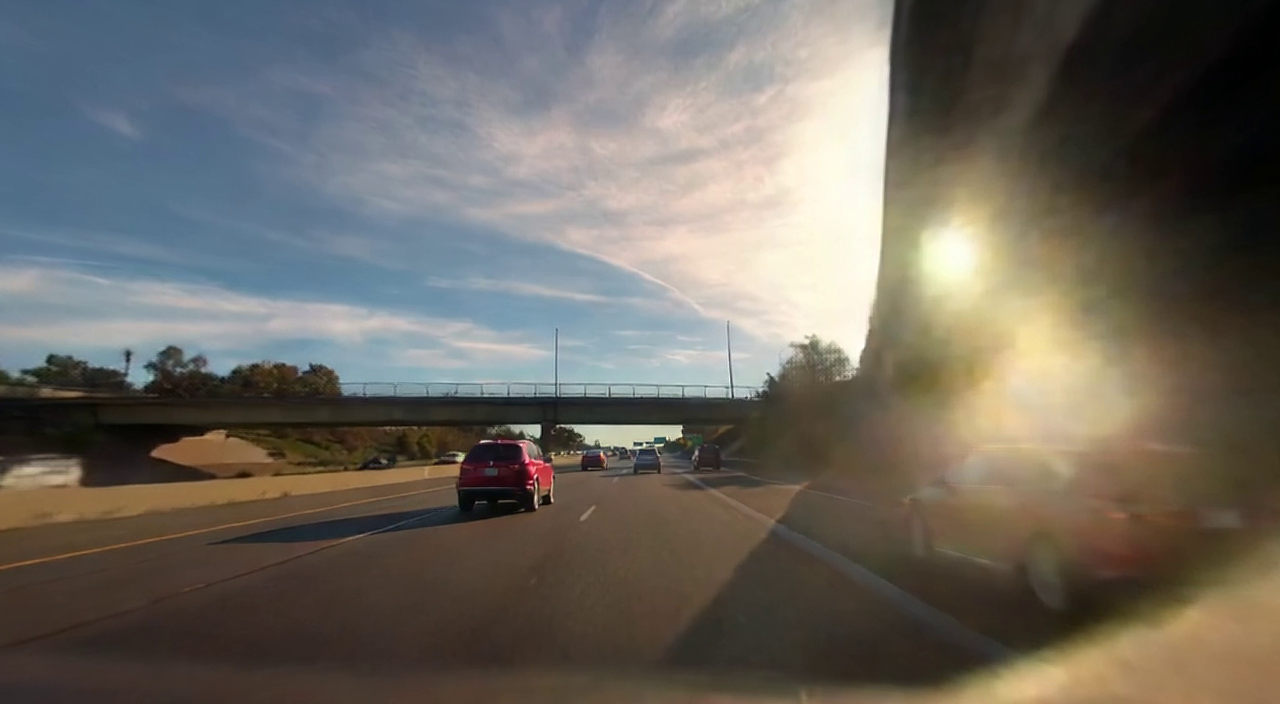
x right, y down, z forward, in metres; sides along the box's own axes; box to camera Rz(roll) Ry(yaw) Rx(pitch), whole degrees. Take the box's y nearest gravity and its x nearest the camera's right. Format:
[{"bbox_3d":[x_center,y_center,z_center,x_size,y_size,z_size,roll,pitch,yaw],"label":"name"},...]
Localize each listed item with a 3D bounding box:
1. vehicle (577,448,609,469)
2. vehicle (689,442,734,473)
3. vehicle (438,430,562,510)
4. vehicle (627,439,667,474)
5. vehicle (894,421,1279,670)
[{"bbox_3d":[-3.409,7.845,46.544,1.994,1.475,4.171,0,-9,0],"label":"vehicle"},{"bbox_3d":[4.440,6.657,39.869,2.231,1.807,4.588,0,-9,-1],"label":"vehicle"},{"bbox_3d":[-3.379,2.957,16.211,2.089,1.751,4.515,0,-9,1],"label":"vehicle"},{"bbox_3d":[0.387,6.083,36.885,2.155,1.909,4.529,0,-9,0],"label":"vehicle"},{"bbox_3d":[4.163,1.511,5.935,1.959,1.554,3.795,0,-9,0],"label":"vehicle"}]
